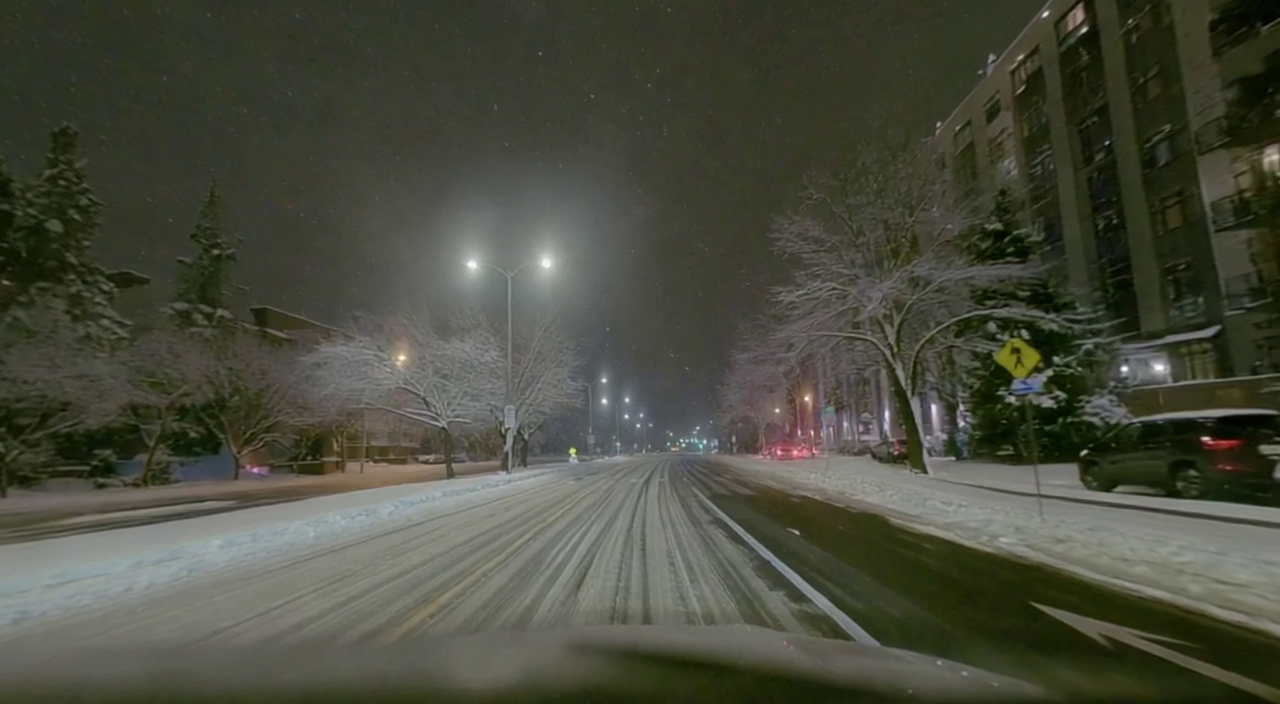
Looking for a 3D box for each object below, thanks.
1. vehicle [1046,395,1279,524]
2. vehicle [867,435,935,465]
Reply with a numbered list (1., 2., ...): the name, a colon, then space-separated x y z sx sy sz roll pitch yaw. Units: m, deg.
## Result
1. vehicle: 10.057 1.943 11.734 2.007 1.895 4.812 -1 -9 5
2. vehicle: 14.346 5.431 34.878 1.879 1.507 4.836 0 -9 2
